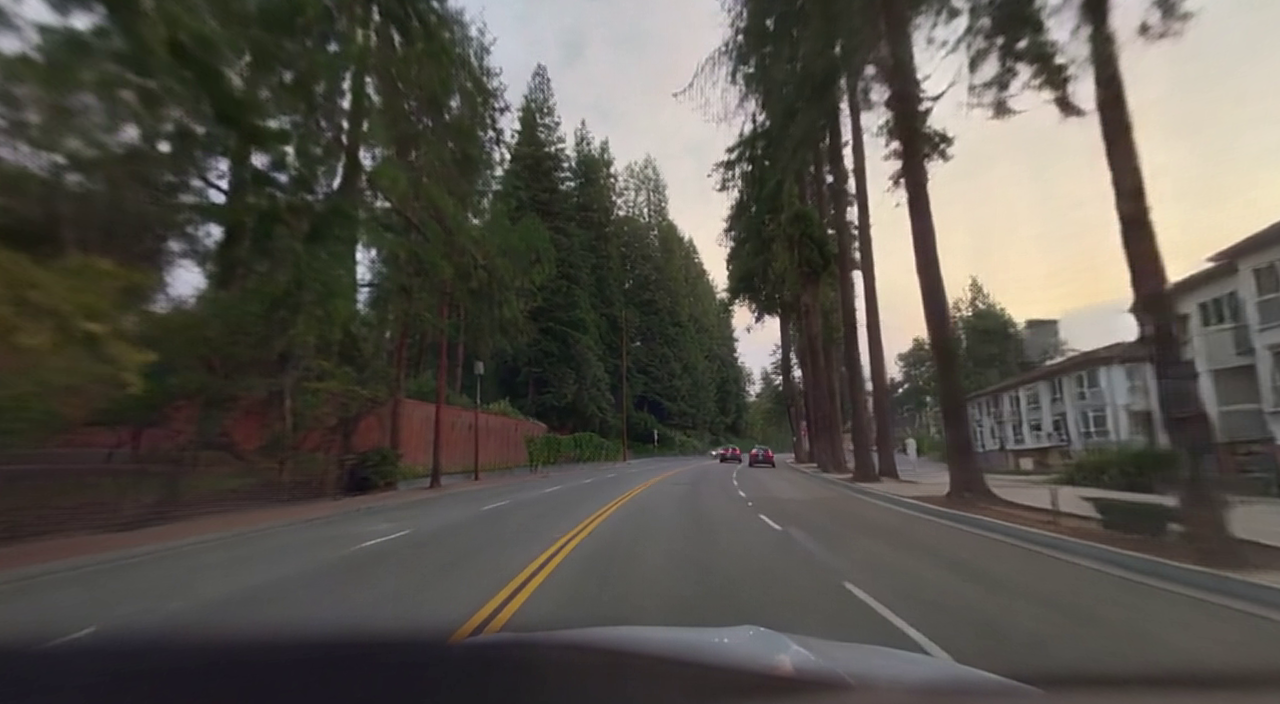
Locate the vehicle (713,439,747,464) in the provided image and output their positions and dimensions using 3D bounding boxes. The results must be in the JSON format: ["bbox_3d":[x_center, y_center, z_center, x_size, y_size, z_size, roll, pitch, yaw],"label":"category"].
[{"bbox_3d":[7.068,7.746,48.934,2.158,1.852,4.485,-2,-9,13],"label":"vehicle"}]

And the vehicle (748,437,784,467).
[{"bbox_3d":[7.967,6.318,39.759,2.069,1.791,4.422,-2,-9,10],"label":"vehicle"}]
